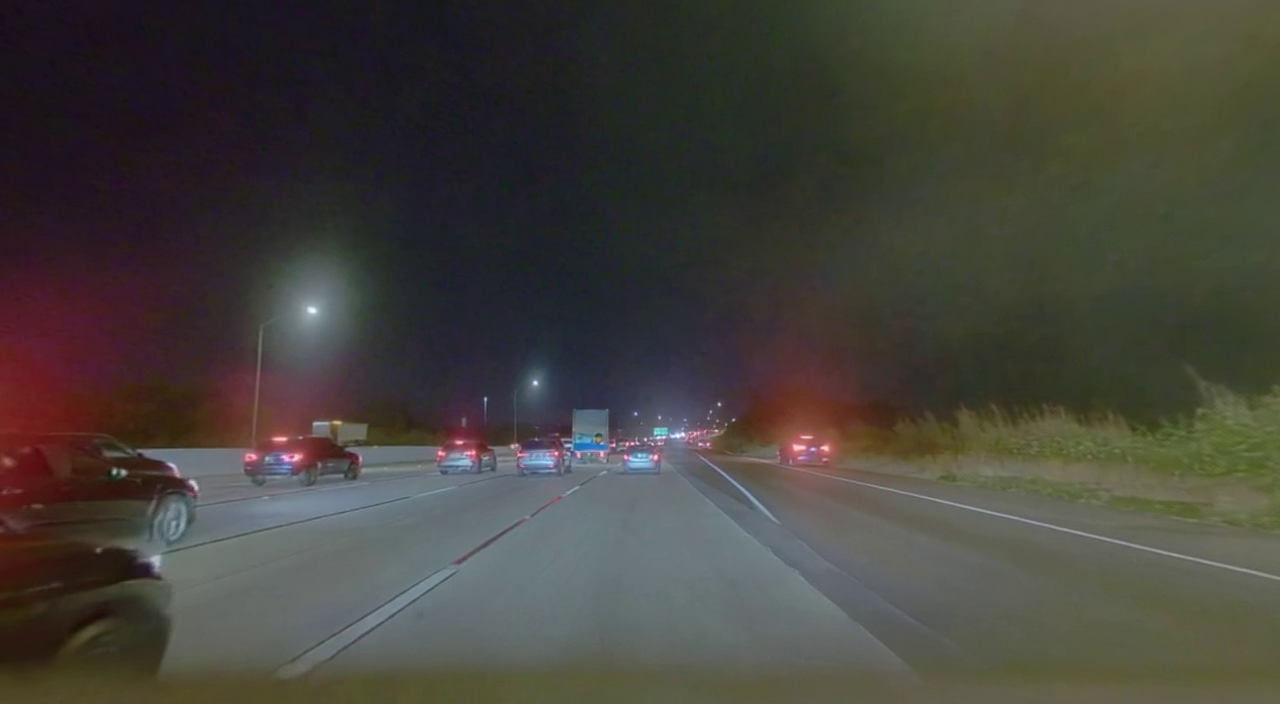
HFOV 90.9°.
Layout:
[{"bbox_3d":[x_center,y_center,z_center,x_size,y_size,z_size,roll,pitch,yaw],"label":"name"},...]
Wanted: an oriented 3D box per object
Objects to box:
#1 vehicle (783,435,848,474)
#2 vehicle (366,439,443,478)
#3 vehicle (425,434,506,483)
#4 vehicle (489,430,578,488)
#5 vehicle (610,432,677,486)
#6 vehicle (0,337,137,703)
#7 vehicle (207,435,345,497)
[{"bbox_3d":[8.324,4.893,30.299,2.026,1.718,4.522,-1,-8,3],"label":"vehicle"},{"bbox_3d":[-10.795,4.908,29.284,1.894,1.669,4.251,0,-8,0],"label":"vehicle"},{"bbox_3d":[-6.949,4.278,25.635,1.998,1.770,4.222,0,-8,1],"label":"vehicle"},{"bbox_3d":[-3.541,3.677,21.930,2.125,1.792,4.466,-1,-8,3],"label":"vehicle"},{"bbox_3d":[0.153,3.786,22.581,2.180,1.716,3.920,0,-8,1],"label":"vehicle"},{"bbox_3d":[-3.443,0.576,0.660,2.209,1.711,4.296,0,-8,1],"label":"vehicle"},{"bbox_3d":[-10.980,3.432,19.401,1.863,1.696,3.885,0,-8,1],"label":"vehicle"}]
